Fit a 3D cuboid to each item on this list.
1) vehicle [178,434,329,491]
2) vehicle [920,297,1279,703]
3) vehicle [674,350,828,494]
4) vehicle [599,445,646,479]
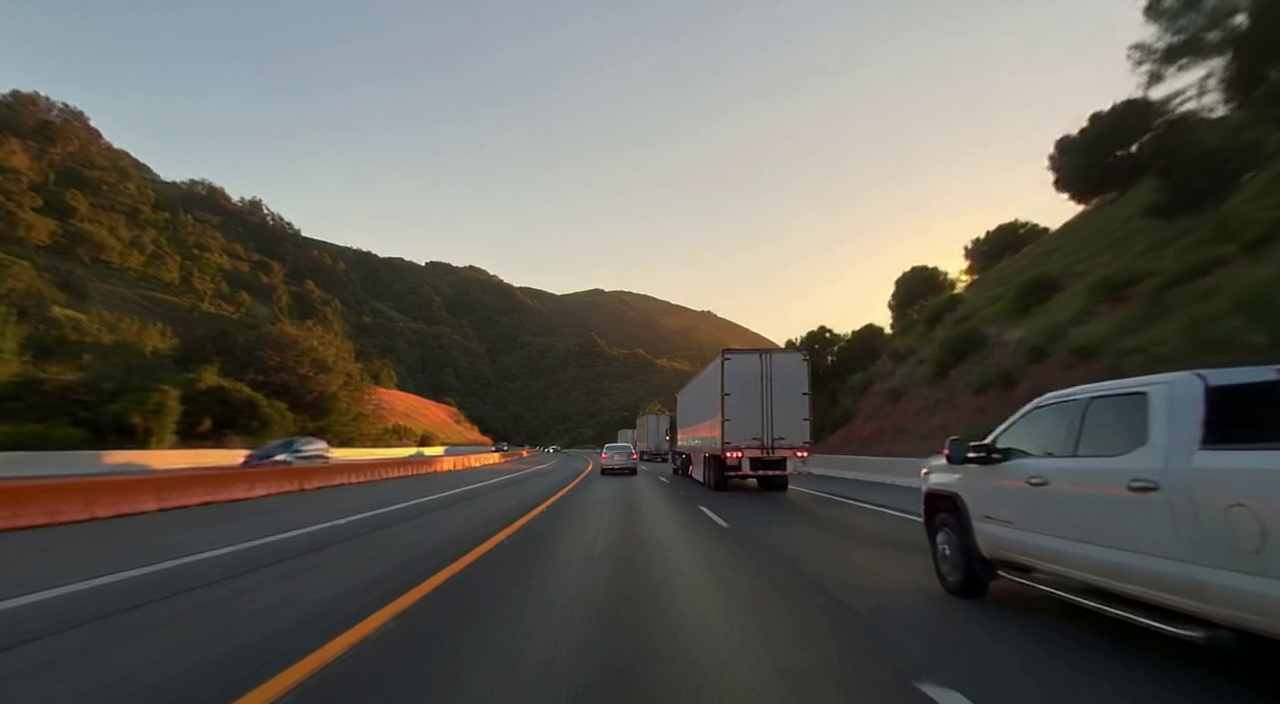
[{"bbox_3d":[-11.141,3.228,18.630,1.803,1.471,4.299,0,-9,-1],"label":"vehicle"},{"bbox_3d":[3.881,0.877,3.642,2.034,1.968,5.221,0,-9,-1],"label":"vehicle"},{"bbox_3d":[3.512,3.097,25.212,2.911,4.099,14.578,0,-9,-3],"label":"vehicle"},{"bbox_3d":[-0.840,4.999,28.781,2.029,1.437,3.794,0,-9,-3],"label":"vehicle"}]
